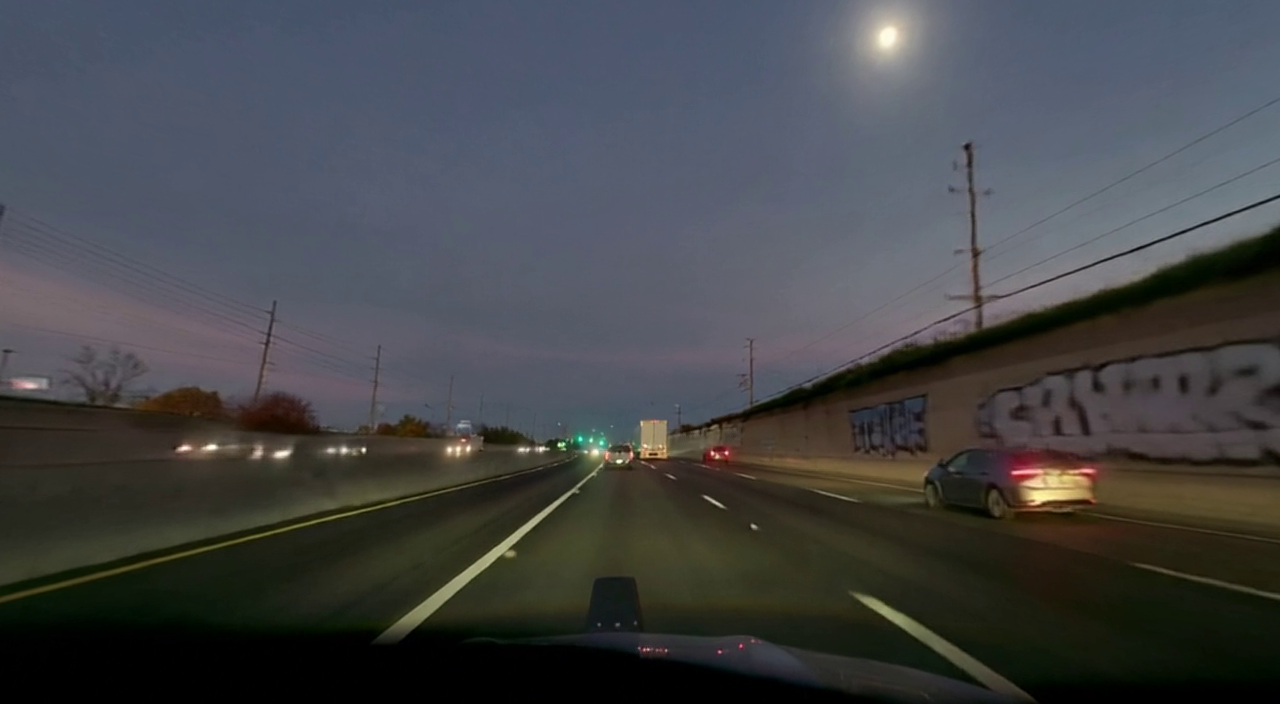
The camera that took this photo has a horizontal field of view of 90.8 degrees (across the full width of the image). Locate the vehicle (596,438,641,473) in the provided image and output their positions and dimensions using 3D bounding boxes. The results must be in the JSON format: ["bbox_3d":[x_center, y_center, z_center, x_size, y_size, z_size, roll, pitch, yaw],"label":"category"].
[{"bbox_3d":[-1.122,5.380,33.007,2.191,1.685,3.353,0,-9,-2],"label":"vehicle"}]

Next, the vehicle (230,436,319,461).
[{"bbox_3d":[-17.803,4.731,31.009,1.812,1.123,4.446,0,-9,-1],"label":"vehicle"}]

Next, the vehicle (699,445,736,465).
[{"bbox_3d":[5.964,8.004,49.345,2.018,1.451,4.762,1,-9,-4],"label":"vehicle"}]

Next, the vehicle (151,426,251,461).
[{"bbox_3d":[-21.353,4.498,30.947,1.878,1.566,4.240,0,-9,-1],"label":"vehicle"}]

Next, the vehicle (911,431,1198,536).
[{"bbox_3d":[7.071,2.276,11.602,2.032,1.525,4.631,0,-9,-1],"label":"vehicle"}]
